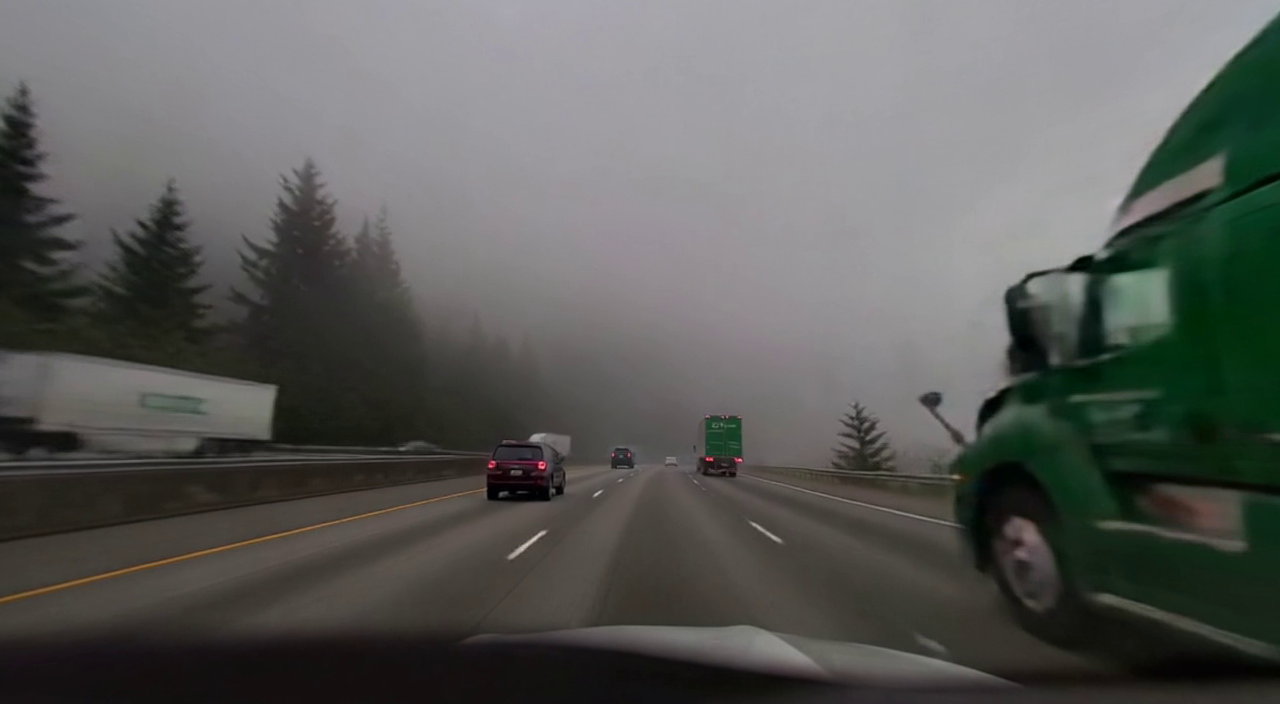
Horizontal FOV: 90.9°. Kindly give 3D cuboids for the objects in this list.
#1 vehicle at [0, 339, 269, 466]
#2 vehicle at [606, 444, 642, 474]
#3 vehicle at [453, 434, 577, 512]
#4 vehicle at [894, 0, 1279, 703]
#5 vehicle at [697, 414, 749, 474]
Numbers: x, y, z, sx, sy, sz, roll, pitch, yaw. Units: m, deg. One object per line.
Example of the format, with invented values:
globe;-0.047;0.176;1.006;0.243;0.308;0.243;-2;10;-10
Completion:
vehicle;-21.356;2.502;25.536;3.039;3.973;14.729;-1;-9;3
vehicle;-1.111;7.967;47.052;2.201;2.038;5.065;-1;-9;4
vehicle;-3.038;3.079;16.447;2.205;1.728;4.397;0;-9;2
vehicle;4.041;0.080;3.208;2.949;3.572;5.765;0;-9;0
vehicle;6.263;7.348;49.734;3.057;3.993;13.914;-1;-9;4
